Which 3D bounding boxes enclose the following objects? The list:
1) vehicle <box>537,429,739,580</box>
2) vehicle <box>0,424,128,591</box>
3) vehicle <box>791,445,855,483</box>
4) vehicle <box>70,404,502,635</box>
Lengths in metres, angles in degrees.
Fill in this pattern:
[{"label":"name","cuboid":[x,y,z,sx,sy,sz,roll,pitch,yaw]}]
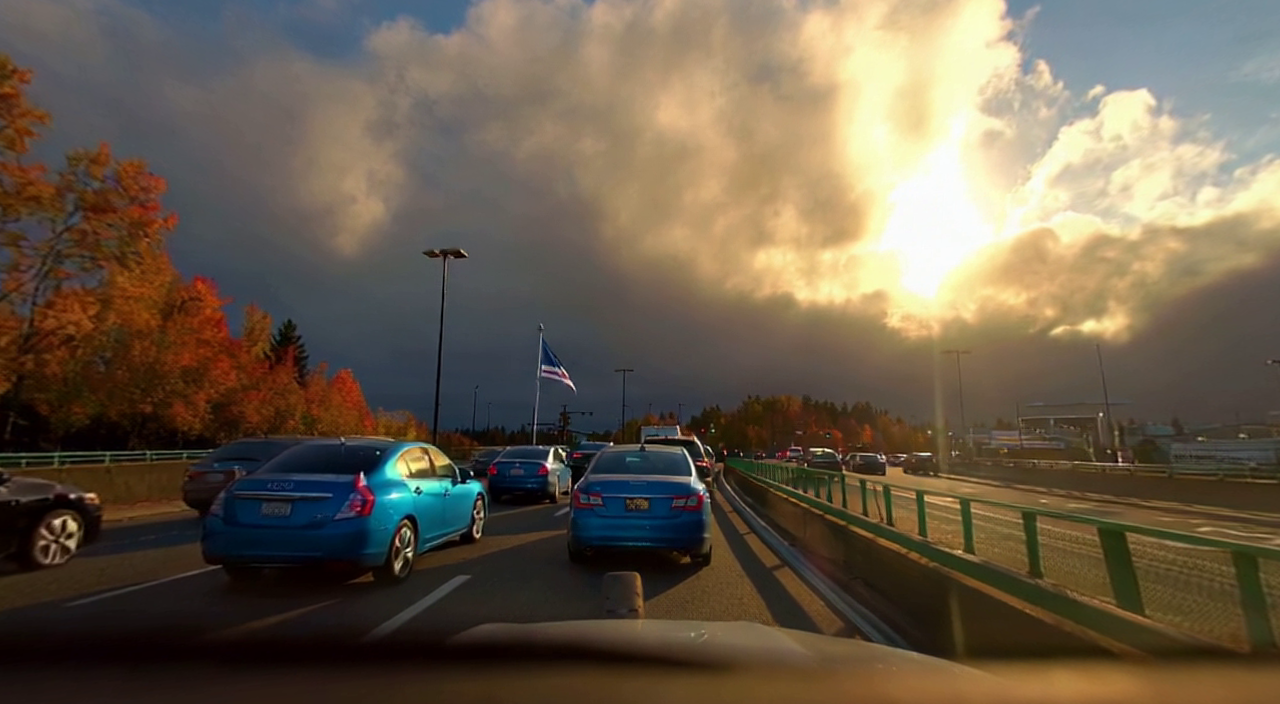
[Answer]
[{"label":"vehicle","cuboid":[0.091,1.901,8.703,2.090,1.506,4.276,0,-9,3]},{"label":"vehicle","cuboid":[-6.930,1.295,4.974,2.121,1.510,4.244,0,-9,1]},{"label":"vehicle","cuboid":[8.454,5.203,29.532,2.011,1.610,4.568,0,-9,5]},{"label":"vehicle","cuboid":[-3.047,1.529,6.752,1.988,1.635,4.260,0,-9,3]}]
